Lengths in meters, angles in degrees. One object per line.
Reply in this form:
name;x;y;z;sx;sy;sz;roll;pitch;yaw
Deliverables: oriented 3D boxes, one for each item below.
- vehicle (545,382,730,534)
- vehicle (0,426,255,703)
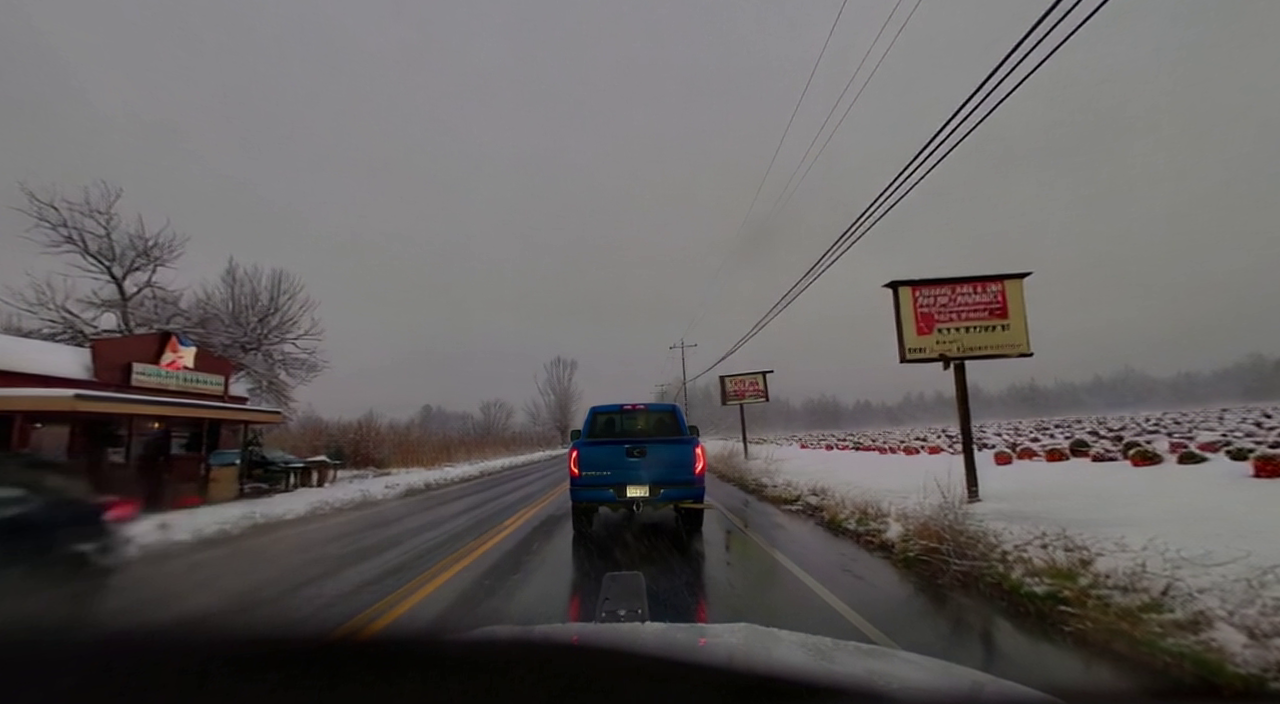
vehicle;-0.111;1.985;12.307;2.693;2.223;5.885;0;-8;-2
vehicle;-4.350;1.115;3.164;2.121;1.473;4.390;0;-8;-1
